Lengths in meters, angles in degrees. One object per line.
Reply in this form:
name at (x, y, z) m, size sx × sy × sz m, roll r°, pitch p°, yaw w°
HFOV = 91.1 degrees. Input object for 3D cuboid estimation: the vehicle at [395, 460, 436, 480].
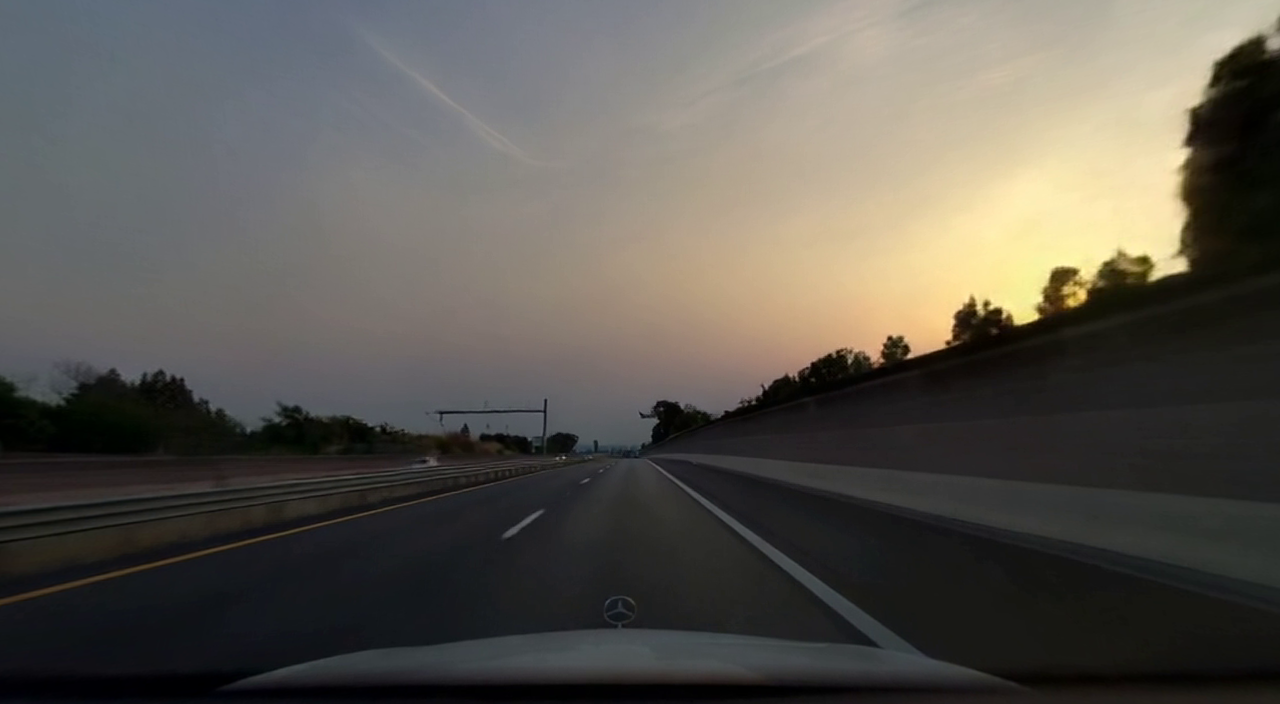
vehicle at (-16.960, 8.899, 47.628) m, size 1.702 × 1.387 × 3.727 m, roll -1°, pitch -9°, yaw 0°
